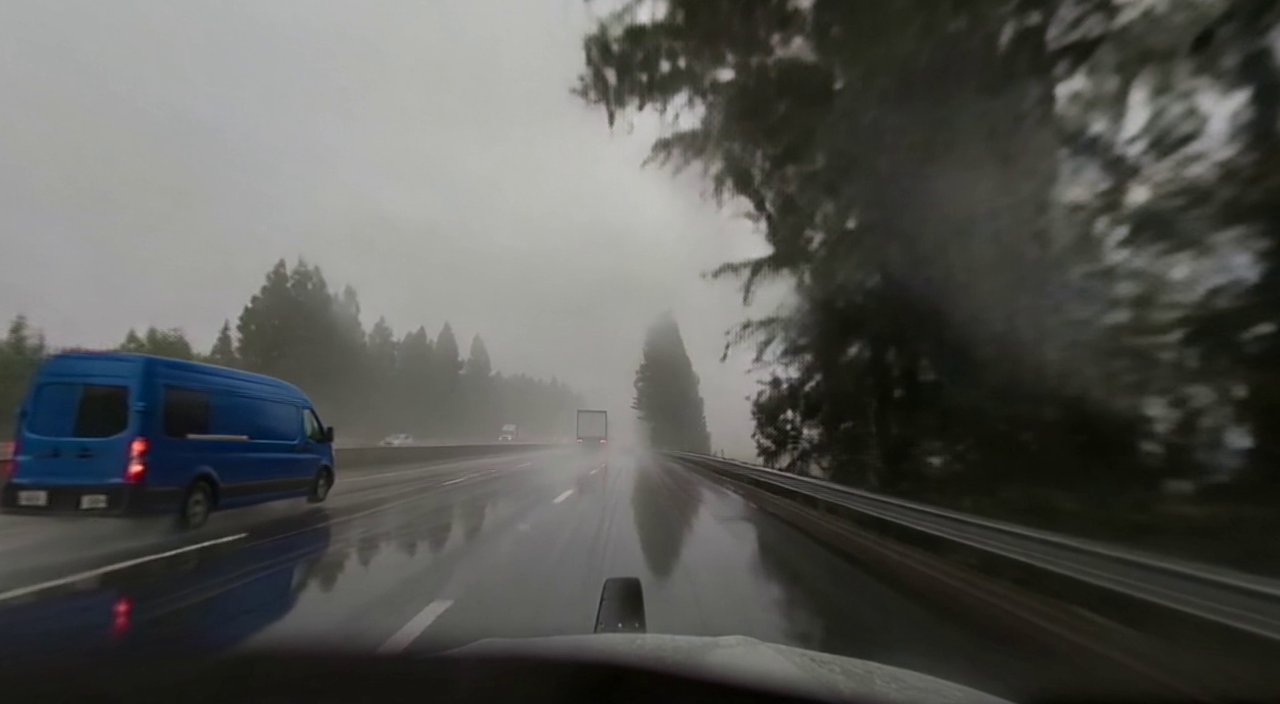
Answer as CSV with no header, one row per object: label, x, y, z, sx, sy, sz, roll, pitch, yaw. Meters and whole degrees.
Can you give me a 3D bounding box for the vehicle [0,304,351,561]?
vehicle,-7.499,1.301,10.256,2.396,2.763,6.935,0,-8,-1
